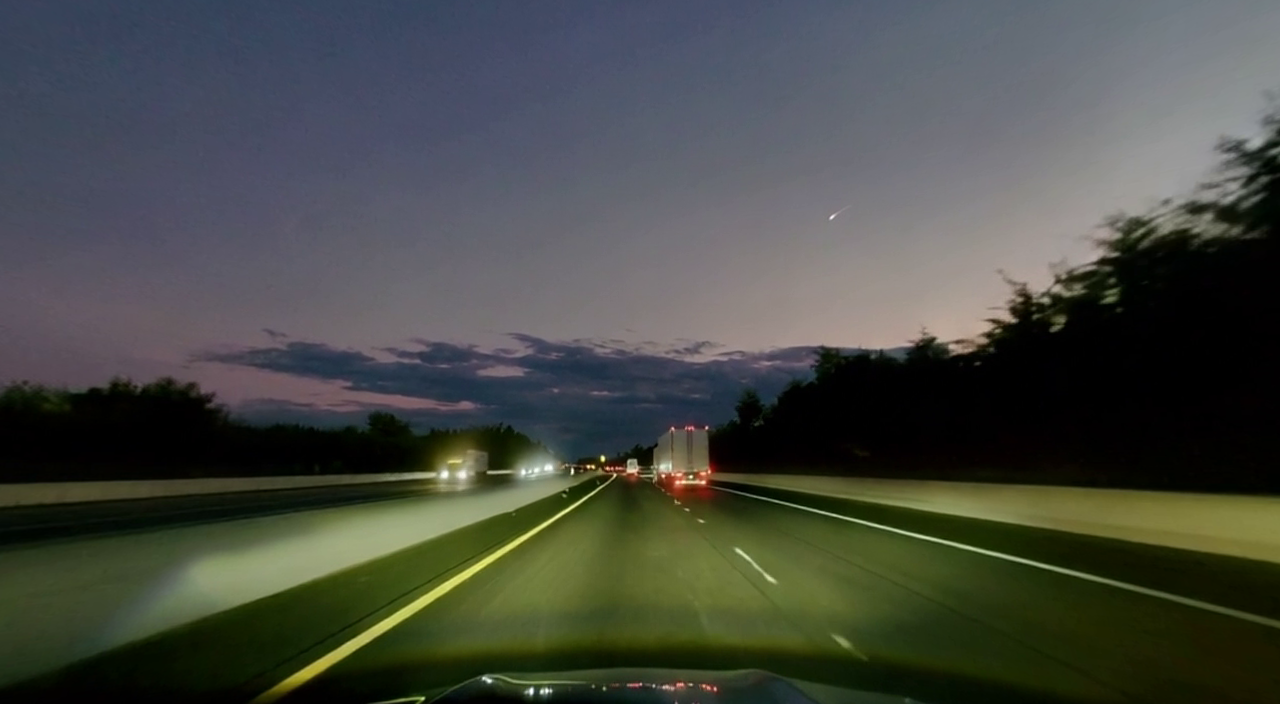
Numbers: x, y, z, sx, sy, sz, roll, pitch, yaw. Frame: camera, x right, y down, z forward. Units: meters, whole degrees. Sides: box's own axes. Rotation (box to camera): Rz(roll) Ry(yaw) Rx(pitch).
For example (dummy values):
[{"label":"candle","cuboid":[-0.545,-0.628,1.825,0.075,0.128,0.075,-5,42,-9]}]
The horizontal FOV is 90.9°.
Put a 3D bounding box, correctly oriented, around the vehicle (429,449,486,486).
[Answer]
[{"label":"vehicle","cuboid":[-14.019,8.949,48.894,2.593,2.612,6.200,1,-11,-1]}]
